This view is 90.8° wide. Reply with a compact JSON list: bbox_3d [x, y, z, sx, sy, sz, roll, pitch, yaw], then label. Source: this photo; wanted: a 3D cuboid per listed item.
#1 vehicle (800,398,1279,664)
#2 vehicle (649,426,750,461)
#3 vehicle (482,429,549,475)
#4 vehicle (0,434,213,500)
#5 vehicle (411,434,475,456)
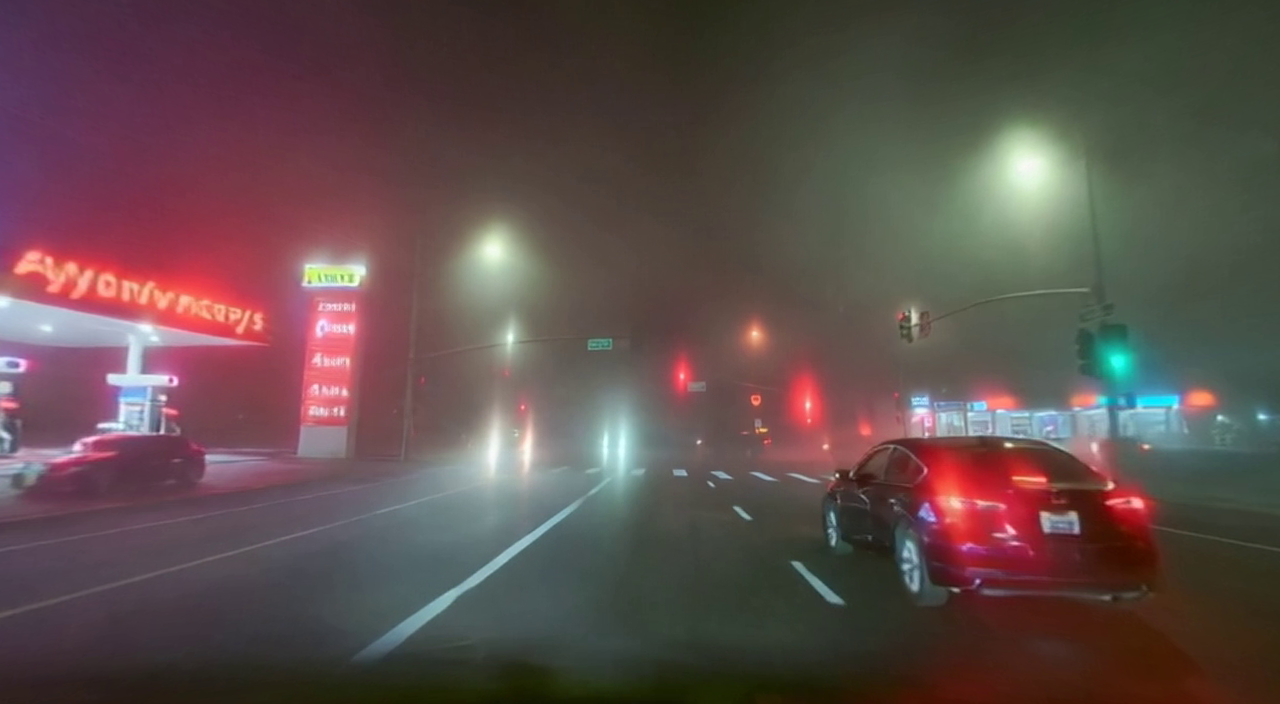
[{"bbox_3d":[3.031,1.366,5.933,1.995,1.525,4.392,-1,-8,2],"label":"vehicle"},{"bbox_3d":[3.184,4.994,34.296,5.107,1.775,1.992,-5,-10,31],"label":"vehicle"},{"bbox_3d":[-5.216,4.085,26.000,2.196,1.696,4.484,2,-9,-17],"label":"vehicle"},{"bbox_3d":[-14.207,2.936,16.541,1.854,1.501,4.561,-7,-11,37],"label":"vehicle"},{"bbox_3d":[-14.226,6.732,45.507,4.806,1.482,1.862,-6,-10,35],"label":"vehicle"}]
